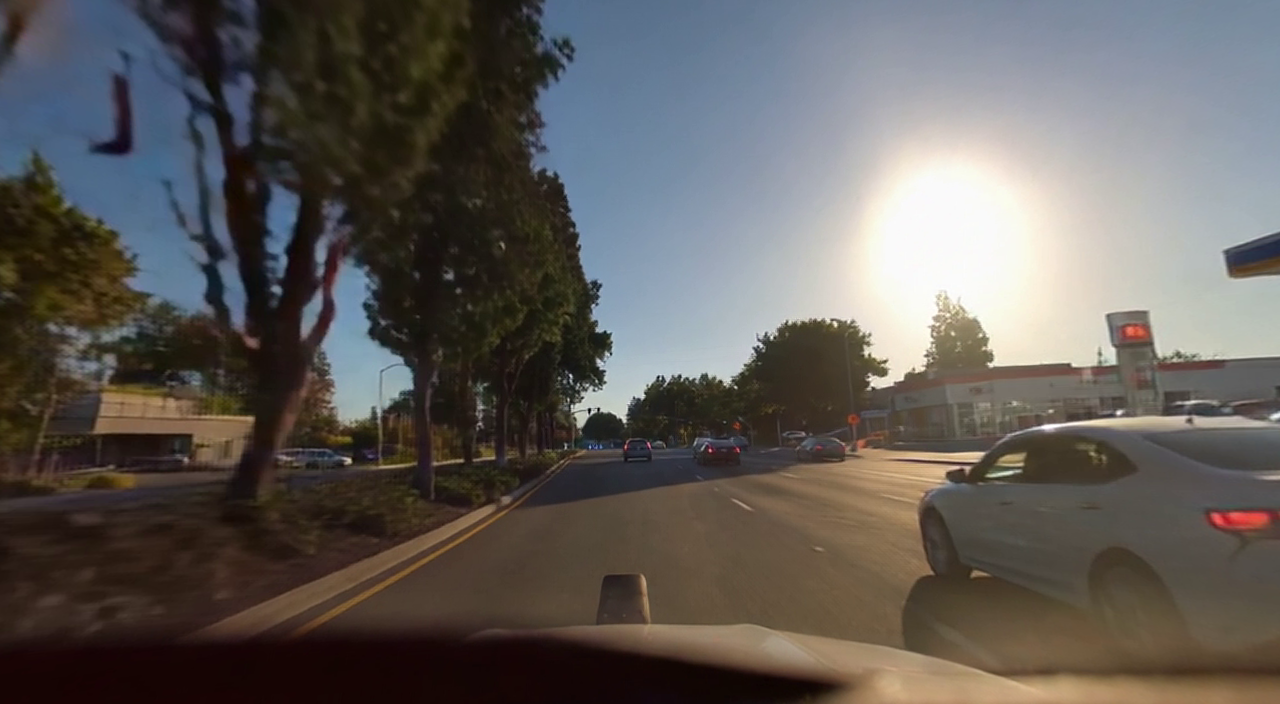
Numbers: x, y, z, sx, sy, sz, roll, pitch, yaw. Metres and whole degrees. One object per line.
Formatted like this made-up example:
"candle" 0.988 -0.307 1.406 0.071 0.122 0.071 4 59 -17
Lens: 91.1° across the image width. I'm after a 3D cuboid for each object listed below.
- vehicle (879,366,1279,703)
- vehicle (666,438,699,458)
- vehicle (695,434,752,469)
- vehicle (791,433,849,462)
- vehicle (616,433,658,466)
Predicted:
"vehicle" 3.611 1.064 4.227 2.119 1.509 4.756 -1 -8 0
"vehicle" 3.218 7.344 48.133 2.114 1.473 4.495 0 -8 -1
"vehicle" 3.870 4.677 29.709 1.980 1.515 4.362 0 -8 -2
"vehicle" 10.018 5.353 35.244 1.906 1.488 4.251 0 -8 -1
"vehicle" -0.193 5.381 34.853 2.172 1.694 4.055 0 -8 -1
